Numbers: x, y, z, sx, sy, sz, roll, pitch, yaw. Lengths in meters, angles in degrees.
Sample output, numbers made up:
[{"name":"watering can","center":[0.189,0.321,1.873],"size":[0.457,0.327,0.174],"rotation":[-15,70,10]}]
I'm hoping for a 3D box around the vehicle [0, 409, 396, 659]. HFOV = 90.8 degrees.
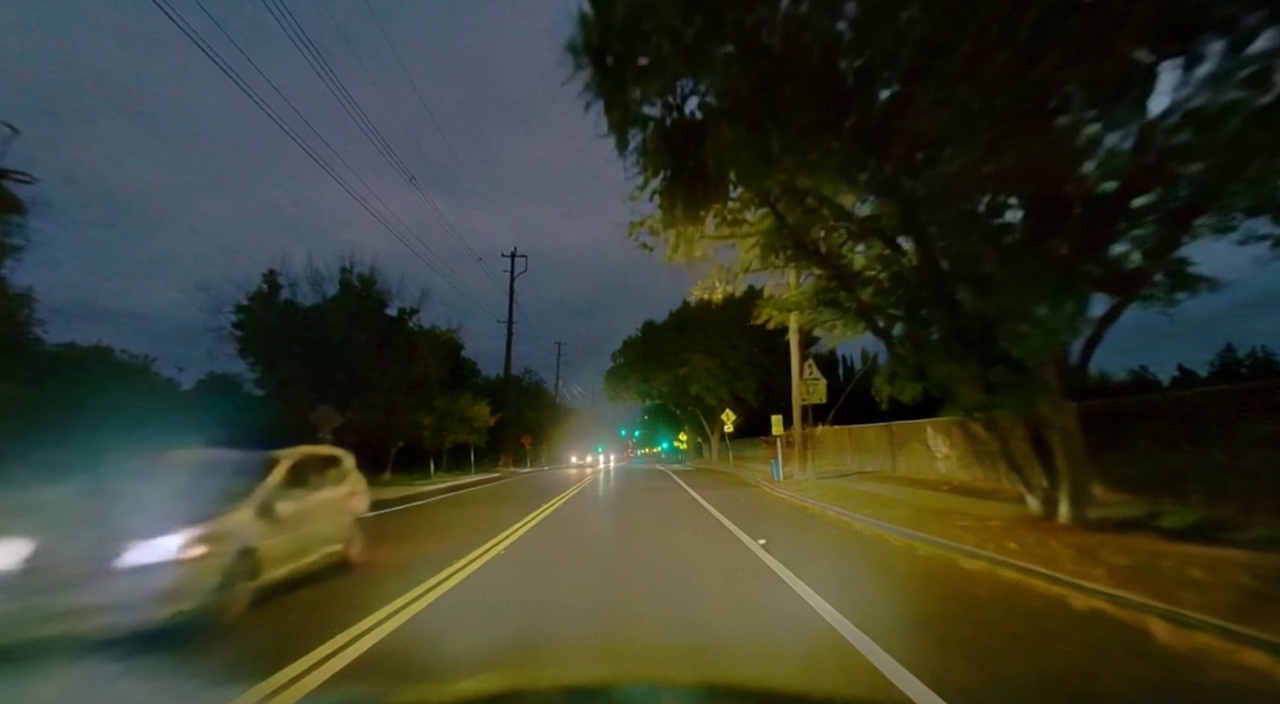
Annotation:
[{"name":"vehicle","center":[-4.409,1.597,6.611],"size":[2.008,1.730,4.243],"rotation":[0,-9,0]}]
